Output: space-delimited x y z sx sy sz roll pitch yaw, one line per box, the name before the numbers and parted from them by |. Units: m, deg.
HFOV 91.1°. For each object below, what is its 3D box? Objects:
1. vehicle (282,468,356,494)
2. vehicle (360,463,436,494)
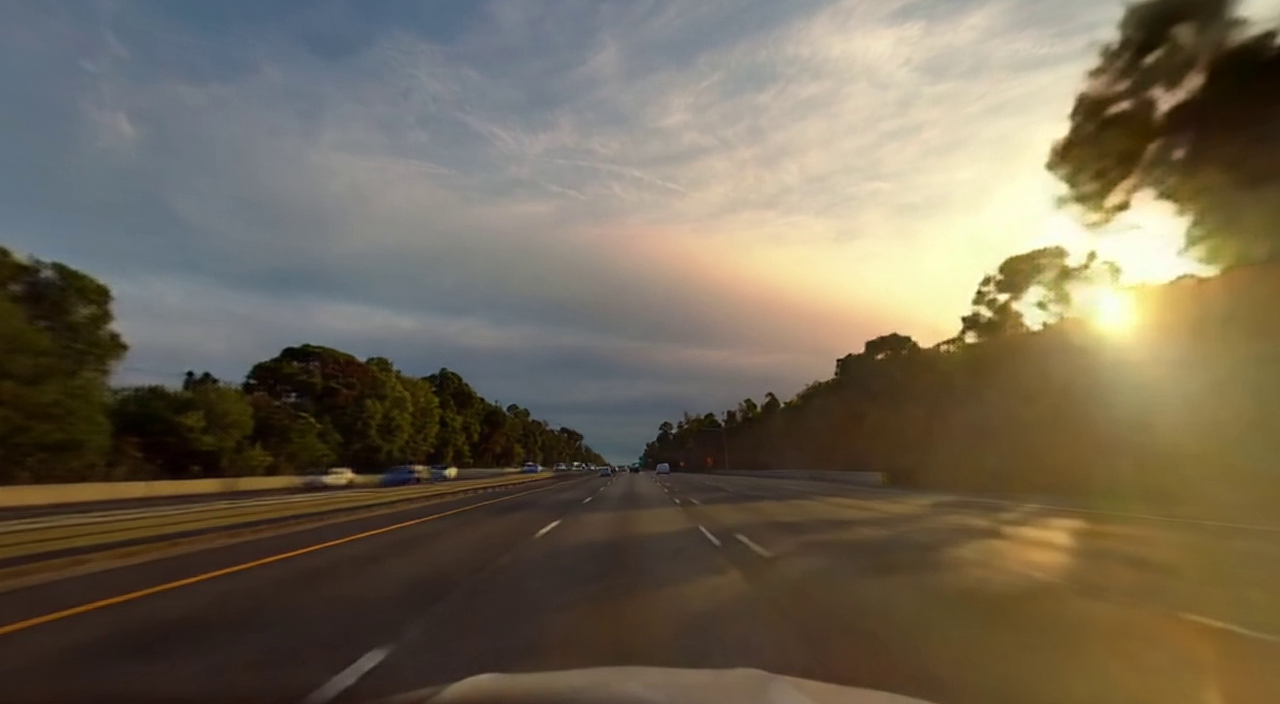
vehicle | -19.605 7.886 38.595 2.040 1.461 4.505 1 -10 1
vehicle | -12.669 6.657 33.249 2.158 1.473 4.511 1 -10 1
